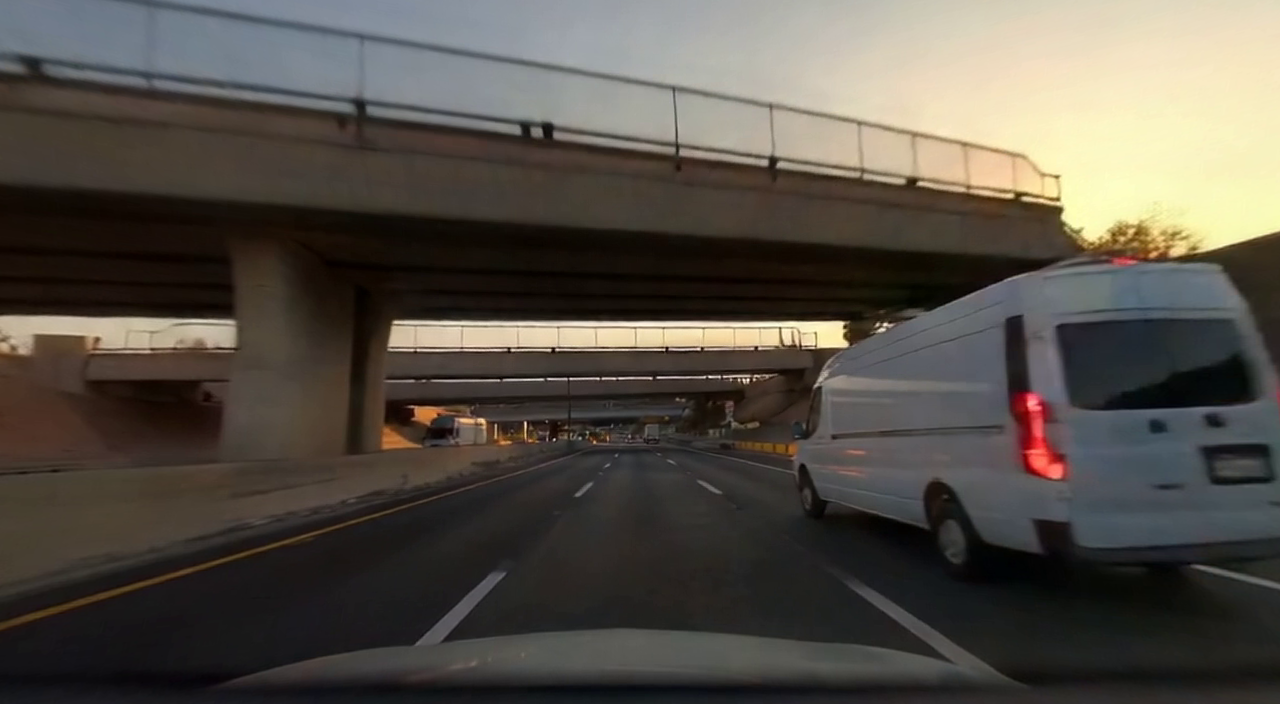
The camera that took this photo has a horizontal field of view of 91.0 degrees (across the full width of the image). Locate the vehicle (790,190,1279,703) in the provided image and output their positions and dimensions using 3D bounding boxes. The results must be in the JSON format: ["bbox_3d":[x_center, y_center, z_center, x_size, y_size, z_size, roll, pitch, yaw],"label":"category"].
[{"bbox_3d":[3.735,0.914,6.722,2.431,2.667,6.921,0,-8,-1],"label":"vehicle"}]
